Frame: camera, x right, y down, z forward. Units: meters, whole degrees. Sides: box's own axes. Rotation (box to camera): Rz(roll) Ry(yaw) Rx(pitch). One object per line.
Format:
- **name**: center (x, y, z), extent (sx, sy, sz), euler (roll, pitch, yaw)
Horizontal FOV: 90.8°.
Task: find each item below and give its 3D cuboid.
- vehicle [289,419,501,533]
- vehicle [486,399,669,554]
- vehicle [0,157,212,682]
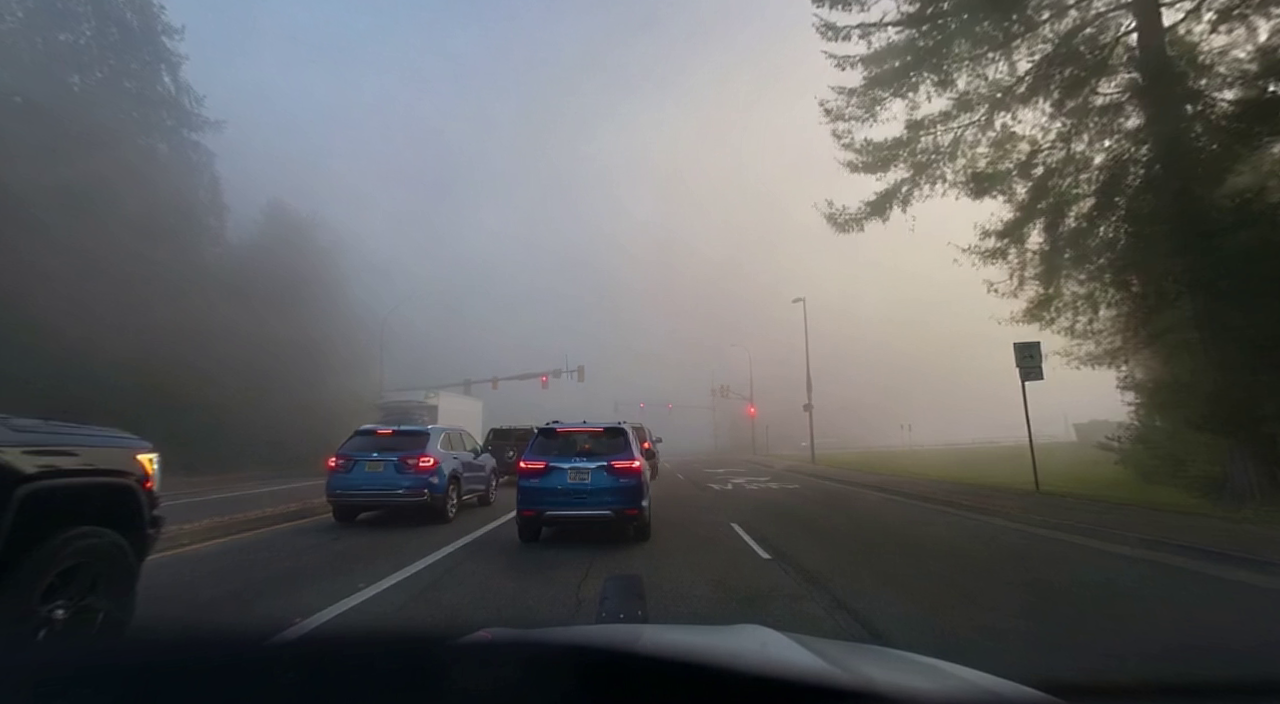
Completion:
- **vehicle**: center (-4.122, 2.164, 11.635), extent (2.009, 1.673, 4.454), euler (0, -8, 2)
- **vehicle**: center (-0.676, 1.820, 9.933), extent (2.131, 1.793, 5.016), euler (0, -8, 1)
- **vehicle**: center (-4.601, 0.081, 1.459), extent (2.400, 2.730, 6.652), euler (0, -8, 1)
